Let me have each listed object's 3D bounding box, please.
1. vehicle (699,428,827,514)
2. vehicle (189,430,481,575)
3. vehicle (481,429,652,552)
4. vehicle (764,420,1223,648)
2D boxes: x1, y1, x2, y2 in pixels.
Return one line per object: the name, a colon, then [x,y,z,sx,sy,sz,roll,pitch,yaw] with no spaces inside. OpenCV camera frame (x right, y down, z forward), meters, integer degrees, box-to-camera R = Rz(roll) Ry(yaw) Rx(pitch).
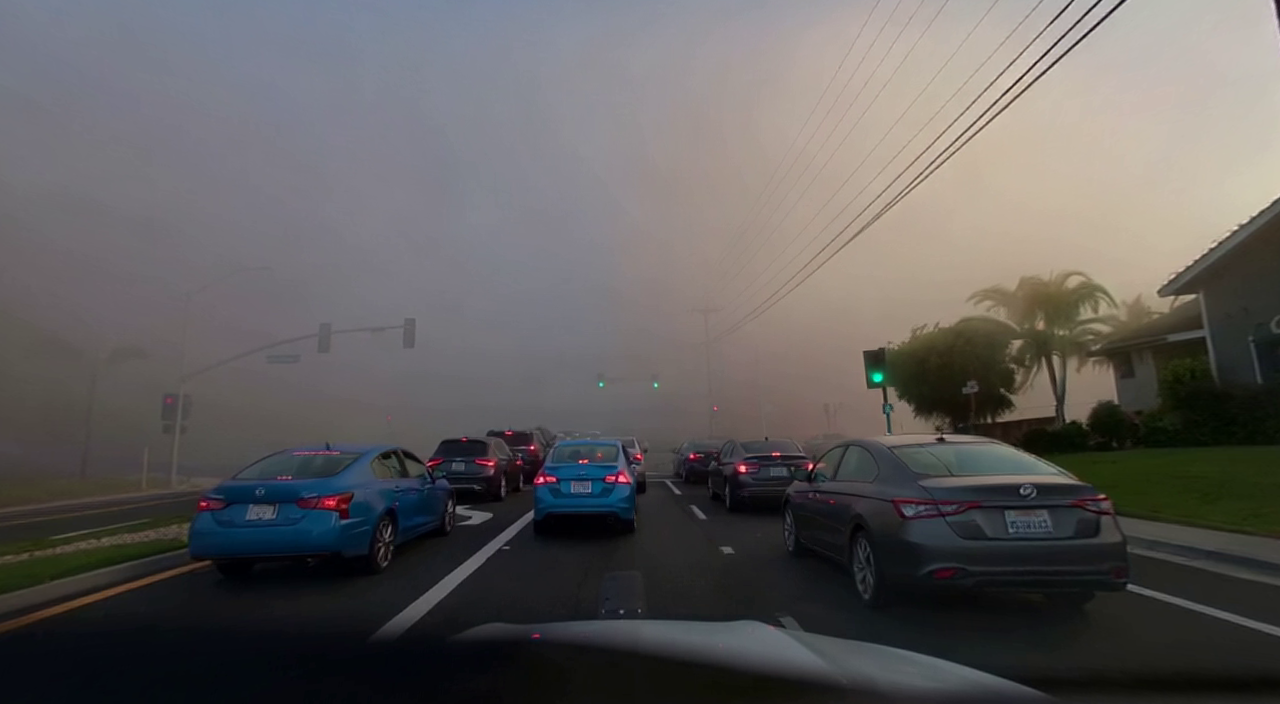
vehicle: [2.540,2.588,14.193,1.956,1.615,4.205,0,-9,-1]
vehicle: [-3.722,1.891,8.840,2.058,1.474,4.473,0,-9,-3]
vehicle: [-0.983,1.999,9.790,2.104,1.500,3.815,0,-9,-2]
vehicle: [2.744,1.506,6.339,2.014,1.464,4.312,0,-9,-2]
